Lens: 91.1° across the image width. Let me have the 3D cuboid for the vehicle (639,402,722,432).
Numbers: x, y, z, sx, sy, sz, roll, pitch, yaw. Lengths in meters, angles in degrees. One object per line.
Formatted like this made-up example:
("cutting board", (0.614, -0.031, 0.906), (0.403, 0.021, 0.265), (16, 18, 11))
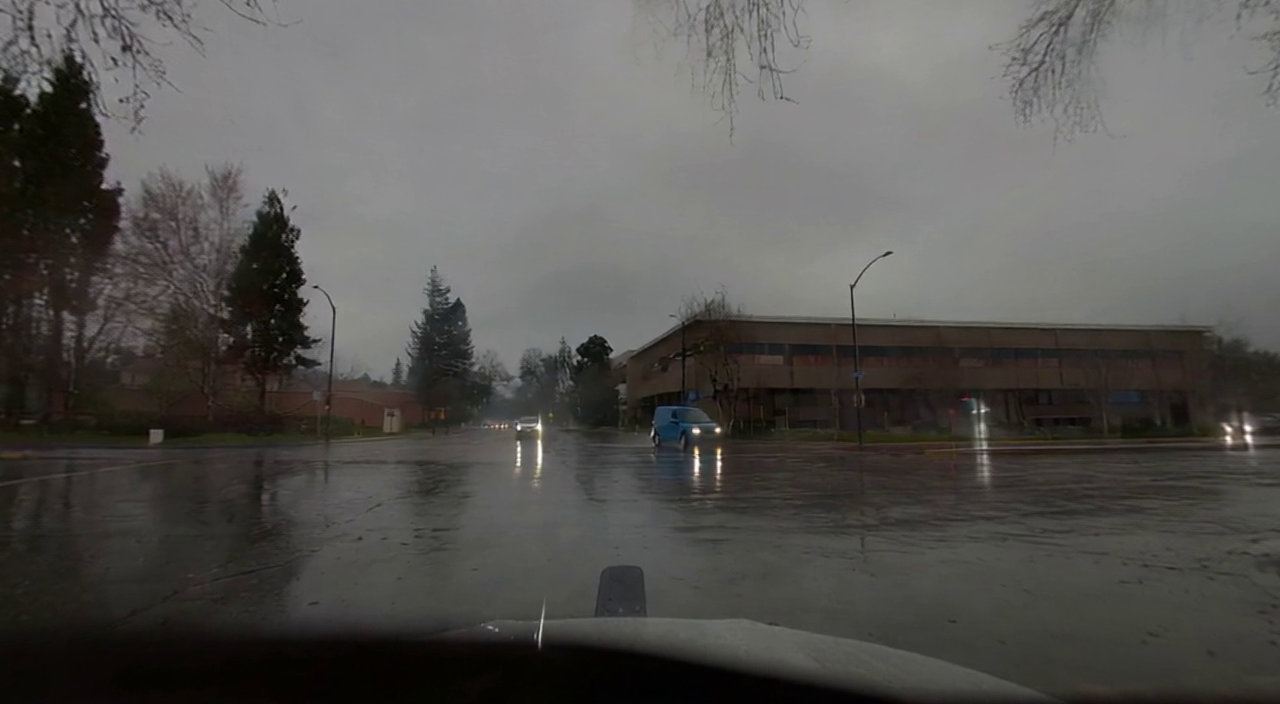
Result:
("vehicle", (2.729, 4.599, 43.594), (2.435, 1.858, 5.585), (8, -12, -44))

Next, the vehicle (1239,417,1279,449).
("vehicle", (41.817, 5.338, 41.149), (5.748, 1.977, 2.265), (5, -10, -33))
